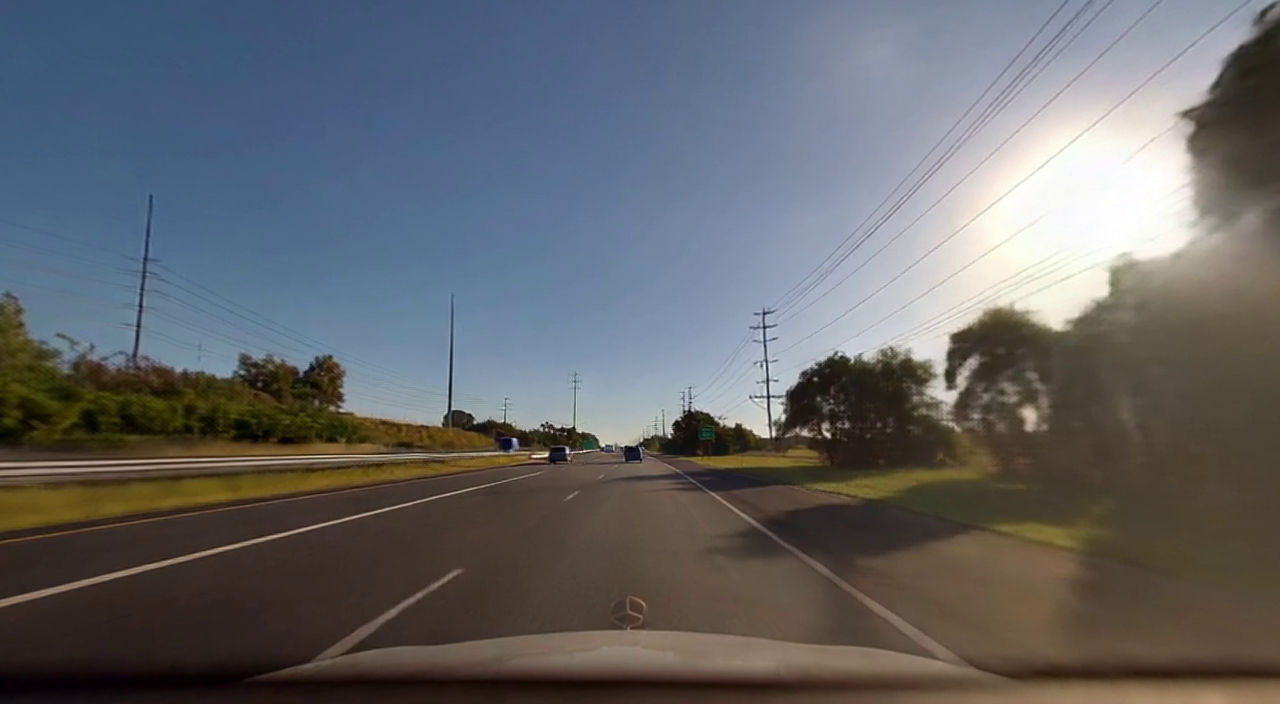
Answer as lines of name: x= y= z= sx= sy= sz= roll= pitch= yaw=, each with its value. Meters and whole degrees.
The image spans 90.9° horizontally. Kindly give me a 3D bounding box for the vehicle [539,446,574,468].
vehicle: x=-5.952 y=7.558 z=45.323 sx=1.911 sy=1.491 sz=3.624 roll=0 pitch=-9 yaw=2
